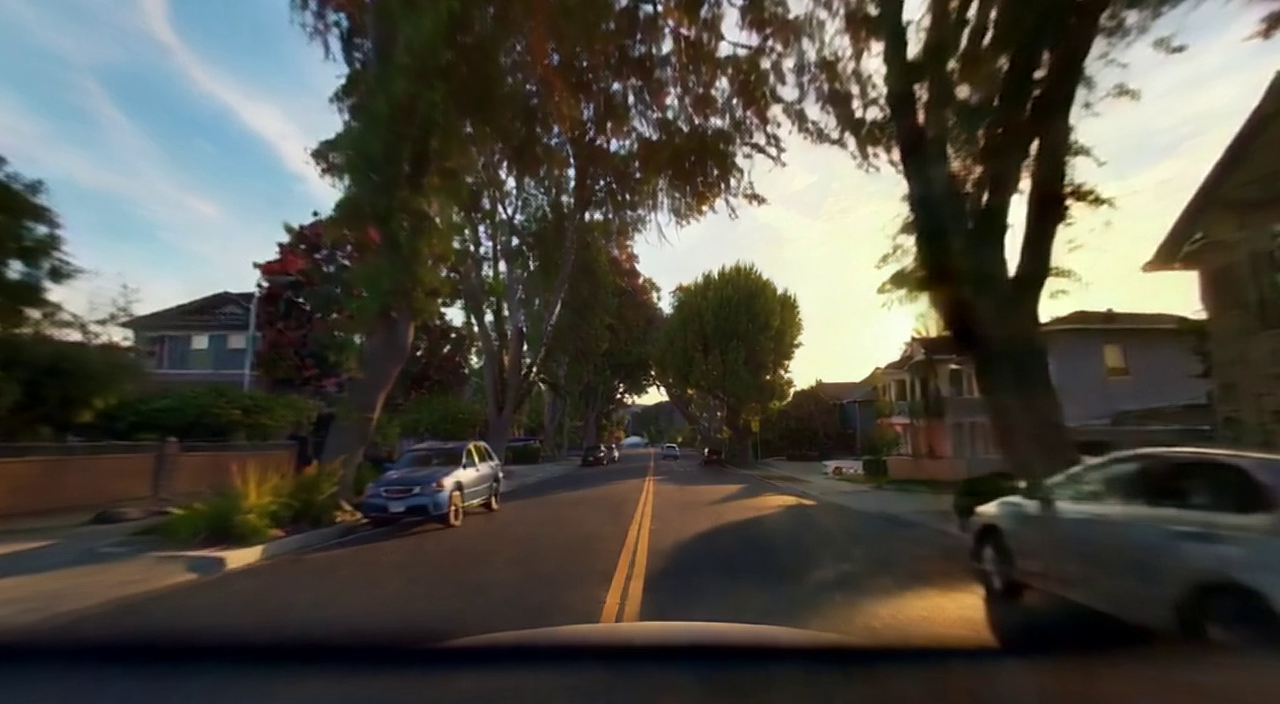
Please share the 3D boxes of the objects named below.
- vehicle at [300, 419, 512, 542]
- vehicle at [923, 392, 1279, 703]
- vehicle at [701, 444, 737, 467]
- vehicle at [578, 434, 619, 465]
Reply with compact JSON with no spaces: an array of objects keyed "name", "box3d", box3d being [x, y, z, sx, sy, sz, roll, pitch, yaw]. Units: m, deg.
[{"name":"vehicle","box3d":[-4.090,2.282,12.060,2.093,1.810,4.555,-2,-8,3]},{"name":"vehicle","box3d":[4.015,1.255,4.407,2.115,1.673,4.236,0,-8,1]},{"name":"vehicle","box3d":[5.554,7.340,45.123,2.047,1.532,4.350,0,-8,0]},{"name":"vehicle","box3d":[-2.834,6.850,44.320,2.155,1.907,5.100,-4,-9,3]}]
